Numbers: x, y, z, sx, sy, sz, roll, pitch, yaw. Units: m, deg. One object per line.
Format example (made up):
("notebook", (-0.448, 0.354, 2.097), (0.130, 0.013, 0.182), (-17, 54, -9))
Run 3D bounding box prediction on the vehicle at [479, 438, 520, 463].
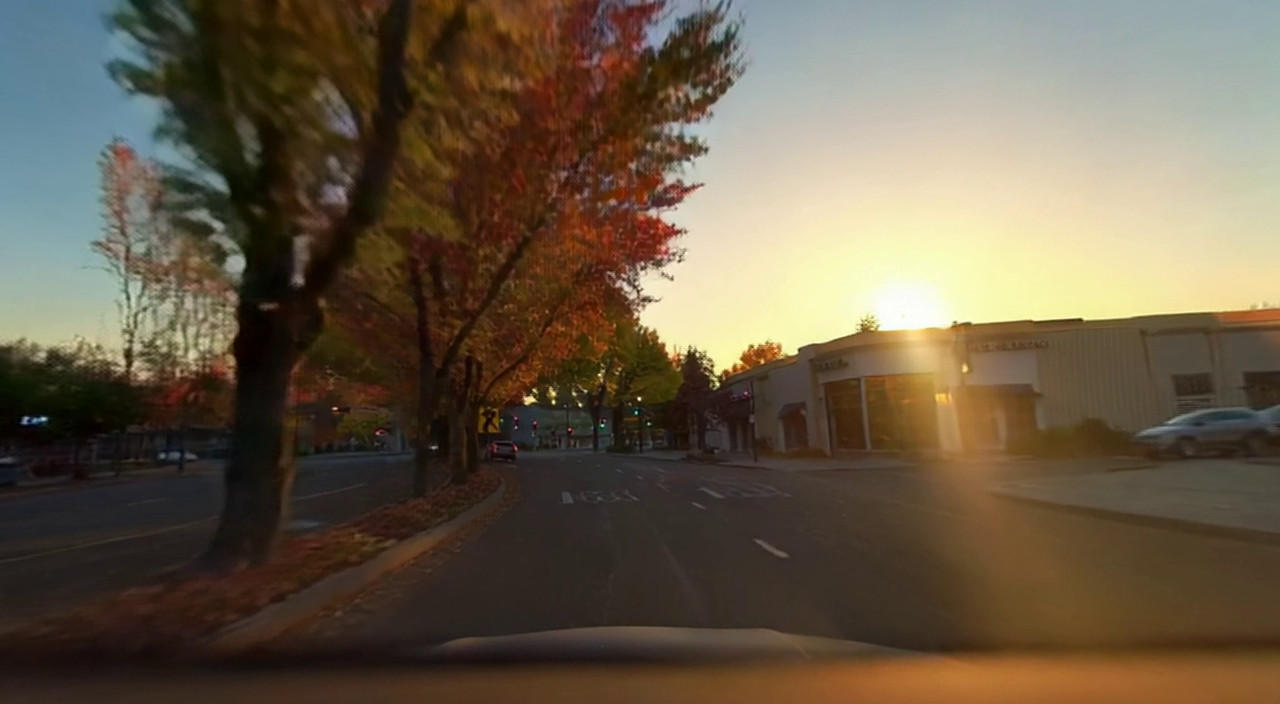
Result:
("vehicle", (-9.205, 6.455, 41.042), (2.018, 1.512, 4.304), (4, -10, -20))
